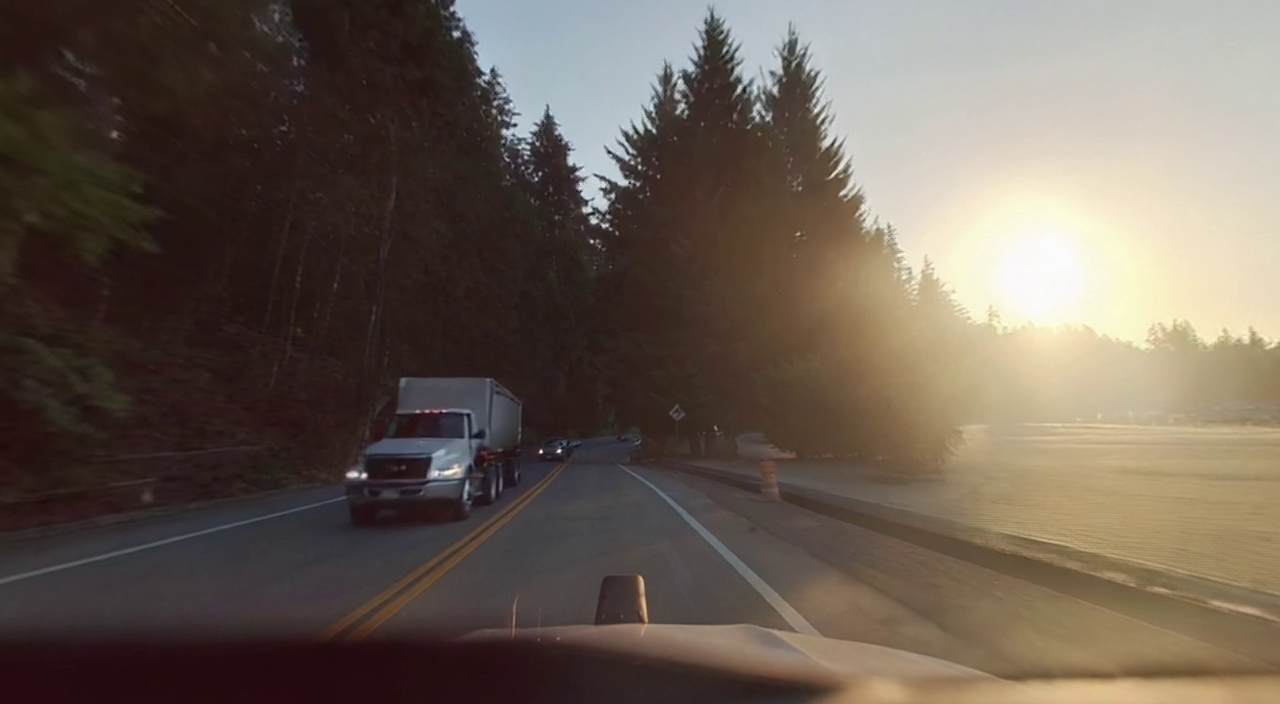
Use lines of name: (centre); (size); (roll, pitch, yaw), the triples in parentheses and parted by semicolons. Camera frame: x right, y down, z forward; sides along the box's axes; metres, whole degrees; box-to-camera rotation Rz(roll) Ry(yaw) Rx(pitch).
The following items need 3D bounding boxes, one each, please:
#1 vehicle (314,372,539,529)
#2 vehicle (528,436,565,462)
vehicle: (-4.191, 2.252, 14.821); (2.939, 2.556, 8.664); (1, -8, -5)
vehicle: (-6.526, 6.841, 44.578); (2.096, 1.705, 4.352); (0, -8, -2)
